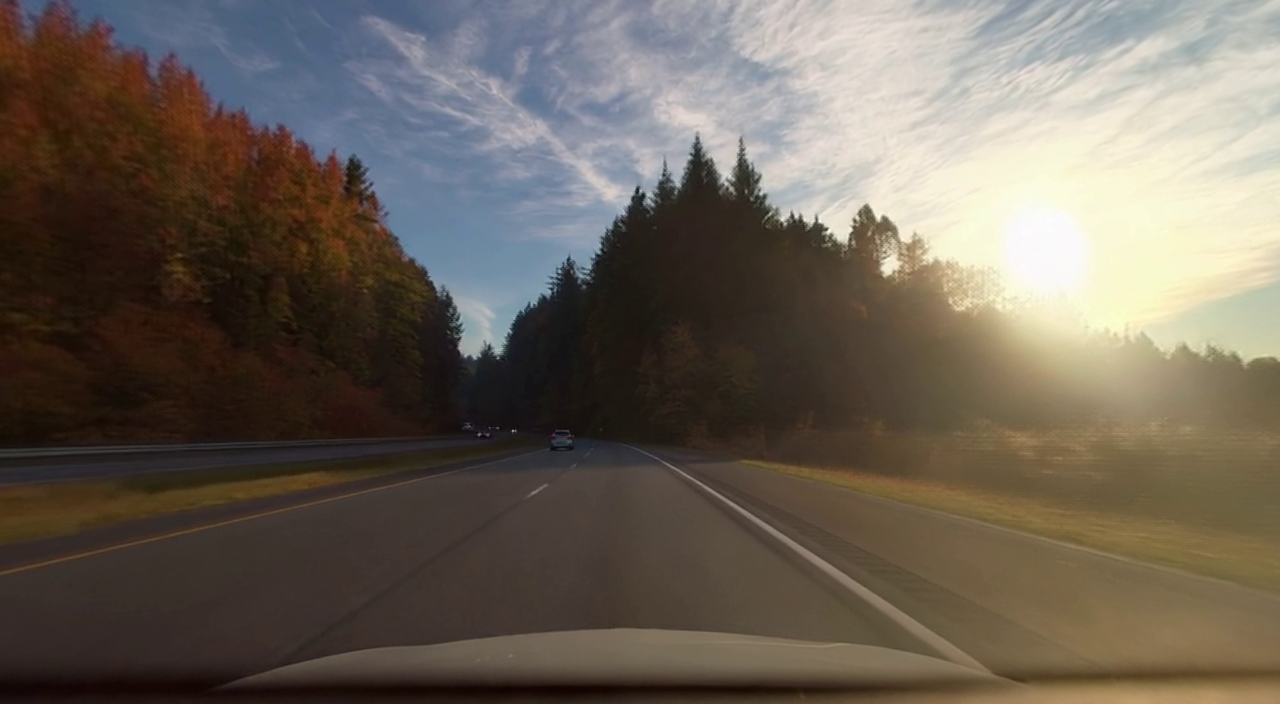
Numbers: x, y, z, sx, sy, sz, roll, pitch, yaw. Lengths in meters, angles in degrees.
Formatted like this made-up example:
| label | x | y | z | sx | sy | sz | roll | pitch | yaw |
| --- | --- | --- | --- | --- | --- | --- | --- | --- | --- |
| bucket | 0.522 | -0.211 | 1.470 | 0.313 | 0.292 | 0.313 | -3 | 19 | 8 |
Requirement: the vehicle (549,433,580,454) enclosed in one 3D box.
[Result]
| label | x | y | z | sx | sy | sz | roll | pitch | yaw |
| --- | --- | --- | --- | --- | --- | --- | --- | --- | --- |
| vehicle | -5.924 | 7.257 | 49.805 | 2.073 | 1.559 | 4.393 | 0 | -8 | -3 |
